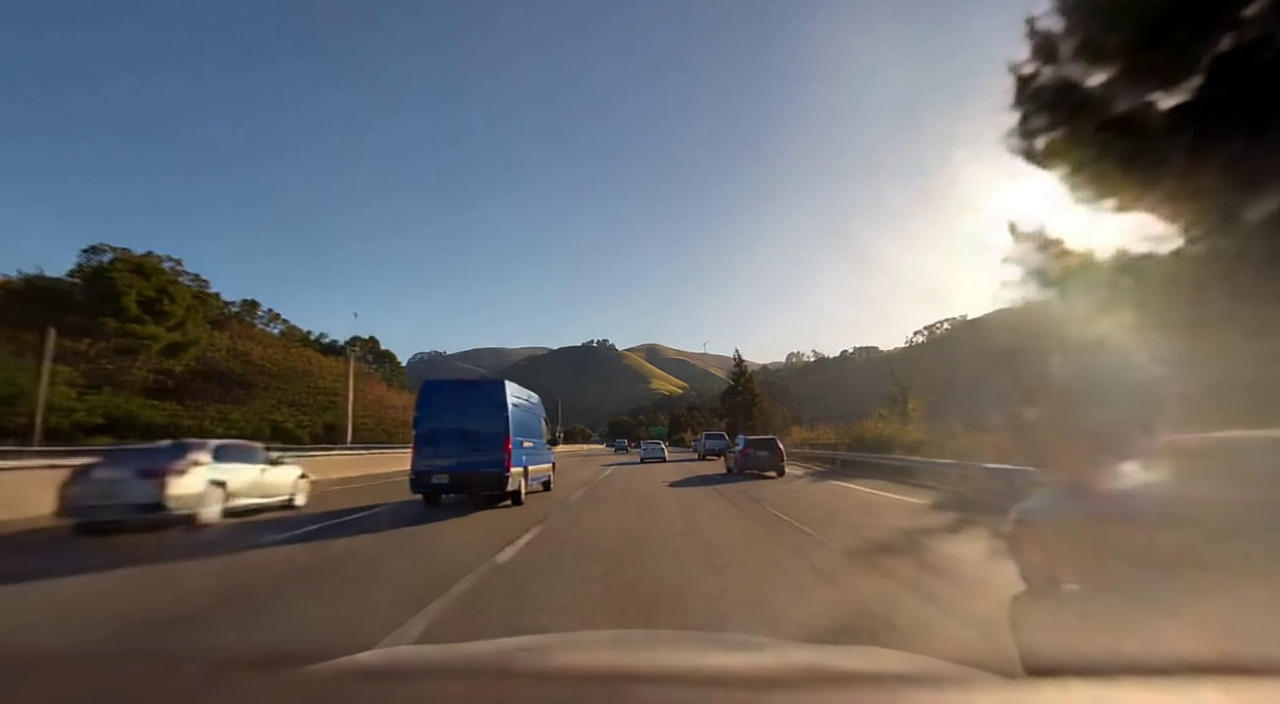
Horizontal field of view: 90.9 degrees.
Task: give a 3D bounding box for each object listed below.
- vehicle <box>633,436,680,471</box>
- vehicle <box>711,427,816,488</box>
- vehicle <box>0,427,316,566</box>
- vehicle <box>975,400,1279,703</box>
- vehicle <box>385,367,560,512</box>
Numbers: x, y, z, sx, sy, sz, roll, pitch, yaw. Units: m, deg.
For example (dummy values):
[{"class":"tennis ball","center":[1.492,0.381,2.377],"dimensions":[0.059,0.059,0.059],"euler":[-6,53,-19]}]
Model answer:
[{"class":"vehicle","center":[0.715,4.743,29.670],"dimensions":[2.054,1.504,3.890],"euler":[0,-8,0]},{"class":"vehicle","center":[3.693,3.249,19.711],"dimensions":[2.270,1.660,4.101],"euler":[0,-8,-2]},{"class":"vehicle","center":[-6.865,1.900,9.087],"dimensions":[1.964,1.487,4.417],"euler":[-1,-8,1]},{"class":"vehicle","center":[4.193,1.060,3.650],"dimensions":[2.050,1.491,4.362],"euler":[0,-8,-1]},{"class":"vehicle","center":[-3.465,2.031,14.622],"dimensions":[2.396,2.664,5.735],"euler":[-1,-8,1]}]
